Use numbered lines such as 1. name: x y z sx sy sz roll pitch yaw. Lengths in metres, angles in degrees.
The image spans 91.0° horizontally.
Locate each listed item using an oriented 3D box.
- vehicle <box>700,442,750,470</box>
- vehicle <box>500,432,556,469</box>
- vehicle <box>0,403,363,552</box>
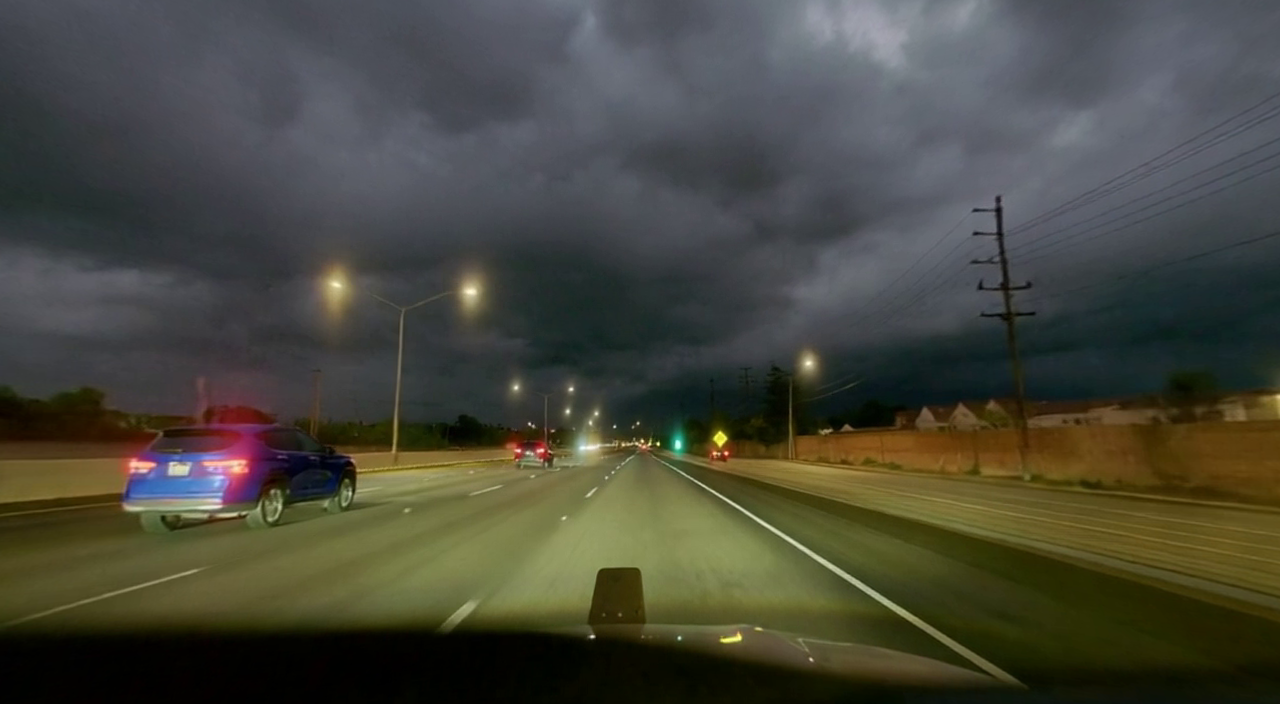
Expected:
1. vehicle: 4.937 6.099 37.103 2.251 1.520 4.550 1 -9 -1
2. vehicle: -6.277 5.594 36.008 2.255 1.934 4.868 0 -9 1
3. vehicle: -6.358 1.797 9.640 2.058 1.698 4.567 0 -9 1
